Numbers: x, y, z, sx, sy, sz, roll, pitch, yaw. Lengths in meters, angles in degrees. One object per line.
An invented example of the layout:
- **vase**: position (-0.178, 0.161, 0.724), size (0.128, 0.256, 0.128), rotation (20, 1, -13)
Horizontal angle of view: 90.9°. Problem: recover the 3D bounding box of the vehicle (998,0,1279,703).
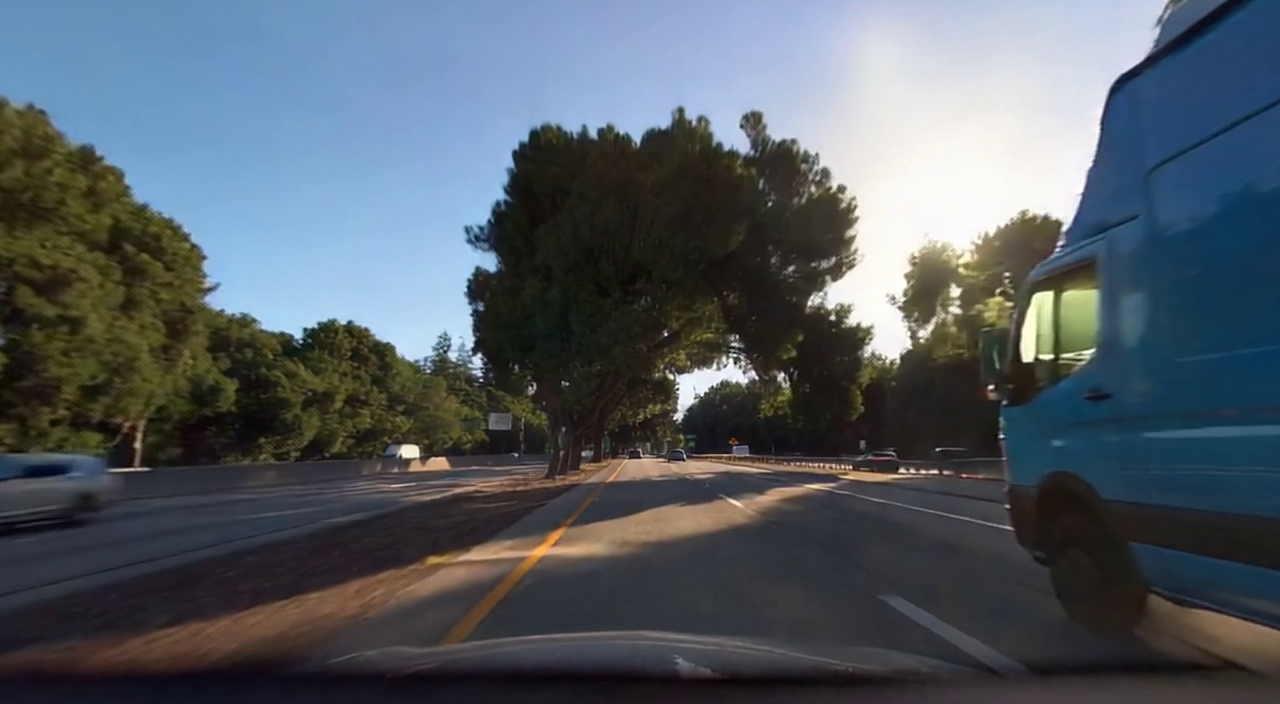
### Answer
- **vehicle**: position (4.009, -0.384, 1.044), size (3.012, 3.933, 6.192), rotation (0, -9, 0)
